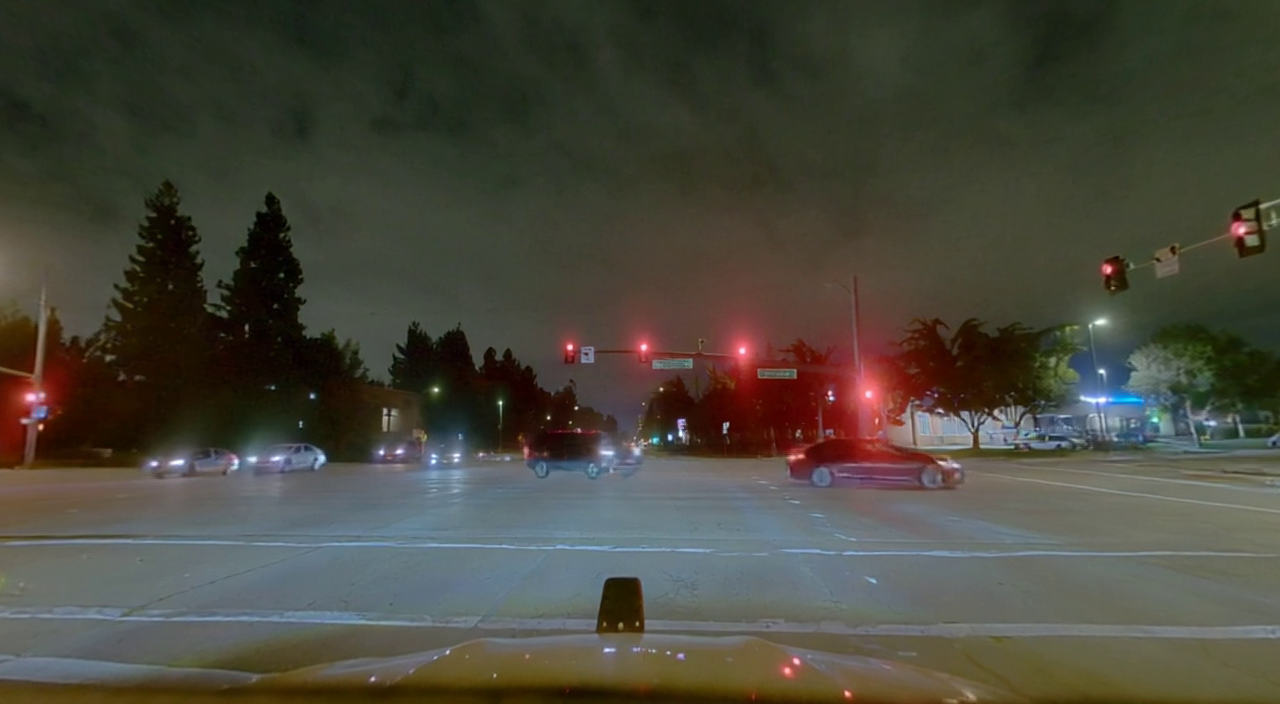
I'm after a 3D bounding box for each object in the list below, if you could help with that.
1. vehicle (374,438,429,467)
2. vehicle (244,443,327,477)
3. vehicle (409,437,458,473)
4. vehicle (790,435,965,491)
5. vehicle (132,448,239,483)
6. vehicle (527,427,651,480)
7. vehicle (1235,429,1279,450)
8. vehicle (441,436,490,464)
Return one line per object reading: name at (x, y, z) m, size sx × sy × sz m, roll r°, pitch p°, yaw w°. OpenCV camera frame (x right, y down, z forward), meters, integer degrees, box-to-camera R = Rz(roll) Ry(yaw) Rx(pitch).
vehicle at (-16.403, 6.970, 43.758) m, size 1.977 × 1.878 × 4.575 m, roll 0°, pitch -9°, yaw 0°
vehicle at (-19.739, 5.986, 35.401) m, size 2.088 × 1.743 × 4.417 m, roll 0°, pitch -9°, yaw 0°
vehicle at (-10.680, 5.272, 32.527) m, size 1.982 × 1.678 × 4.180 m, roll 3°, pitch -9°, yaw -22°
vehicle at (6.891, 3.252, 18.741) m, size 4.532 × 1.467 × 2.135 m, roll -3°, pitch -9°, yaw 18°
vehicle at (-23.209, 5.755, 32.515) m, size 2.041 × 1.642 × 4.628 m, roll 0°, pitch -9°, yaw 0°
vehicle at (-2.077, 3.988, 24.869) m, size 4.767 × 1.877 × 2.017 m, roll -7°, pitch -11°, yaw 39°
vehicle at (45.687, 6.280, 45.251) m, size 1.786 × 1.412 × 4.330 m, roll 0°, pitch -9°, yaw 0°
vehicle at (-13.090, 7.389, 47.670) m, size 2.223 × 1.972 × 5.310 m, roll 0°, pitch -8°, yaw 0°
